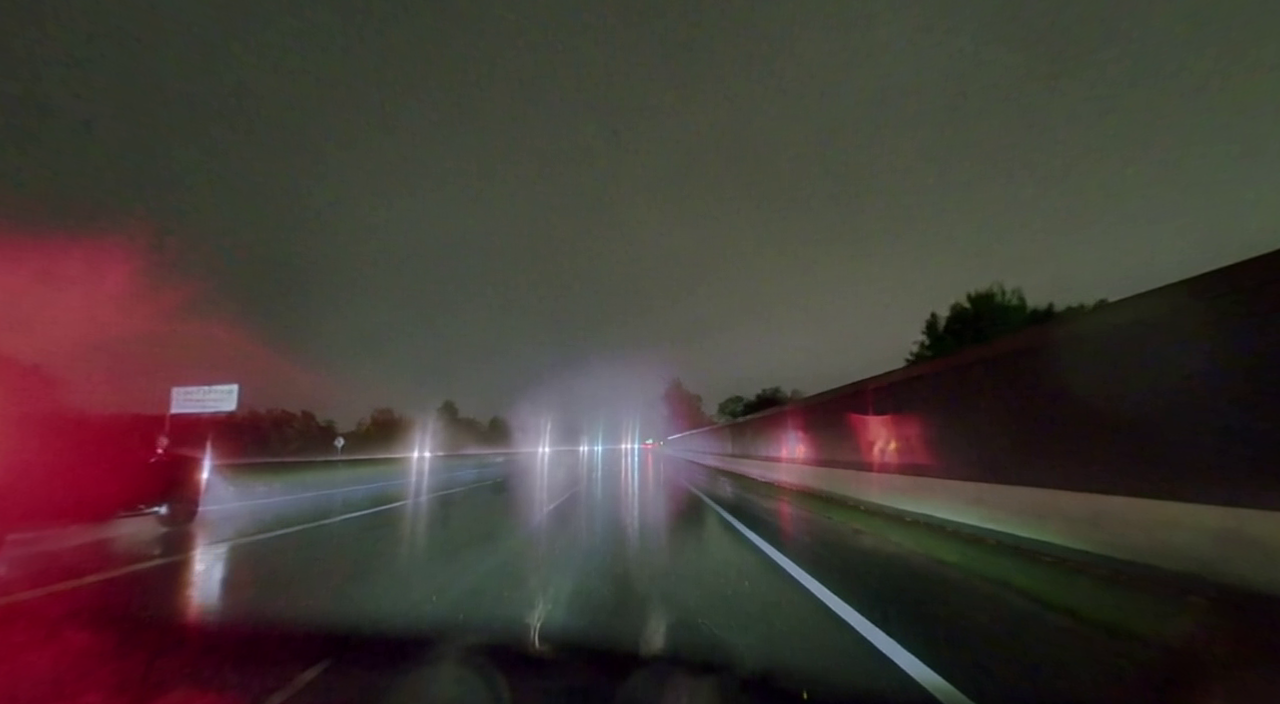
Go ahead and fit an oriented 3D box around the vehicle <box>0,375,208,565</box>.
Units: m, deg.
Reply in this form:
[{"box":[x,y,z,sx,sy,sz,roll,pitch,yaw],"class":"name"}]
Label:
[{"box":[-7.719,1.300,7.069,2.163,1.947,4.959,0,-8,0],"class":"vehicle"}]
